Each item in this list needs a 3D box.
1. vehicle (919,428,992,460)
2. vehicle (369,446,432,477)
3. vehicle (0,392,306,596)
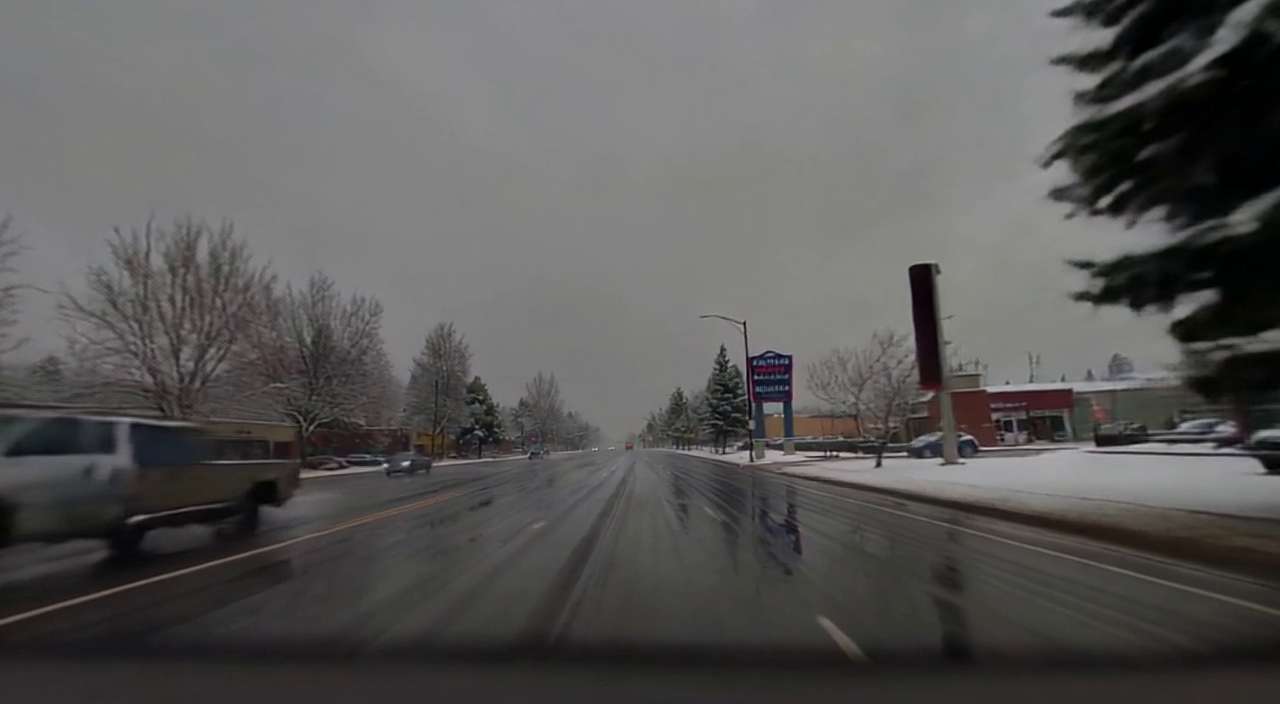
[{"bbox_3d":[17.243,5.030,34.451,4.277,1.605,1.920,7,-11,-41],"label":"vehicle"},{"bbox_3d":[-14.006,6.397,37.254,1.961,1.670,4.583,0,-9,-1],"label":"vehicle"},{"bbox_3d":[-7.285,1.701,8.283,2.452,1.905,6.188,0,-9,0],"label":"vehicle"}]
